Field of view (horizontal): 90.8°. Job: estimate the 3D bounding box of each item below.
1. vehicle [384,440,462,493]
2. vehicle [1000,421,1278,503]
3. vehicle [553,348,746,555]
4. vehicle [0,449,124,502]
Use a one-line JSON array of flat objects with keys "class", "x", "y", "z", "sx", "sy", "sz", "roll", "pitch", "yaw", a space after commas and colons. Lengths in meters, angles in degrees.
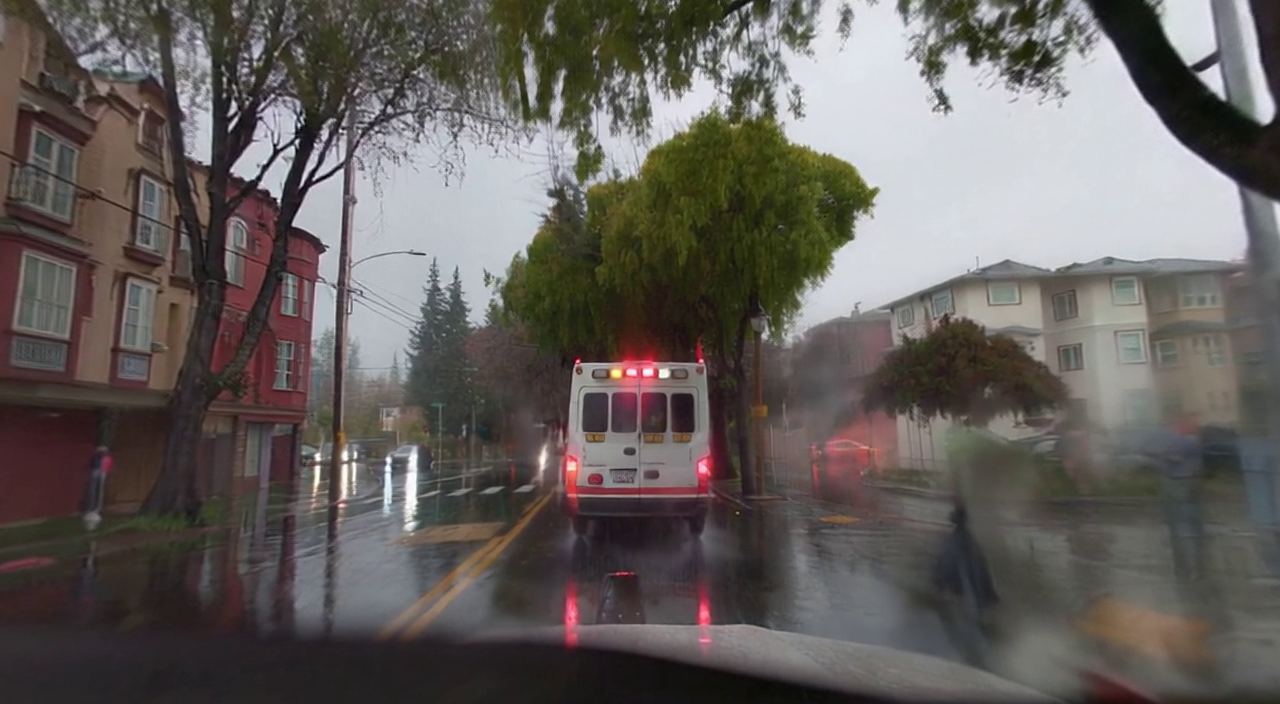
[{"class": "vehicle", "x": -8.502, "y": 4.335, "z": 24.484, "sx": 2.290, "sy": 1.776, "sz": 4.947, "roll": 3, "pitch": -9, "yaw": -24}, {"class": "vehicle", "x": 13.157, "y": 2.945, "z": 17.128, "sx": 5.270, "sy": 1.966, "sz": 2.329, "roll": -2, "pitch": -8, "yaw": 11}, {"class": "vehicle", "x": 0.141, "y": 1.659, "z": 10.903, "sx": 2.444, "sy": 2.640, "sz": 5.482, "roll": 0, "pitch": -8, "yaw": 1}, {"class": "vehicle", "x": -18.771, "y": 3.708, "z": 19.162, "sx": 4.412, "sy": 1.468, "sz": 1.914, "roll": 0, "pitch": -8, "yaw": -3}]
